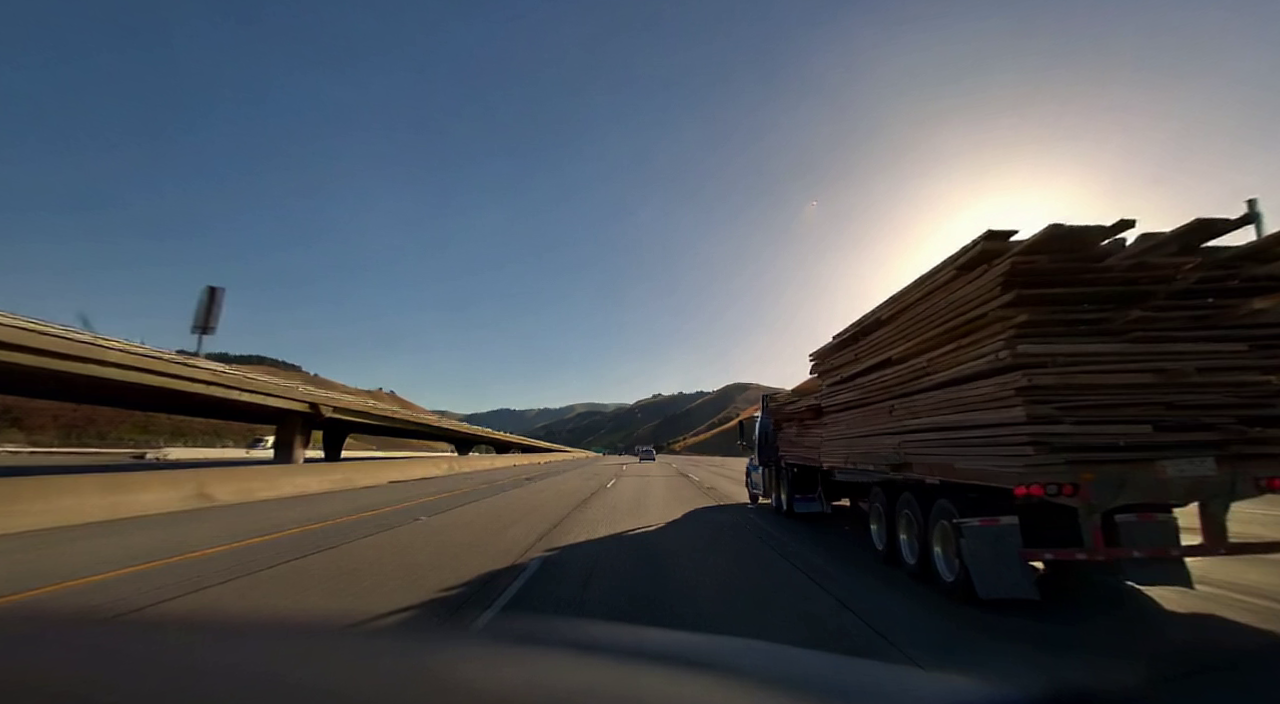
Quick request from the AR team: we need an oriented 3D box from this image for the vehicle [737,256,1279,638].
[{"bbox_3d":[4.068,1.515,10.421,3.326,3.089,10.642,0,-9,1],"label":"vehicle"}]
